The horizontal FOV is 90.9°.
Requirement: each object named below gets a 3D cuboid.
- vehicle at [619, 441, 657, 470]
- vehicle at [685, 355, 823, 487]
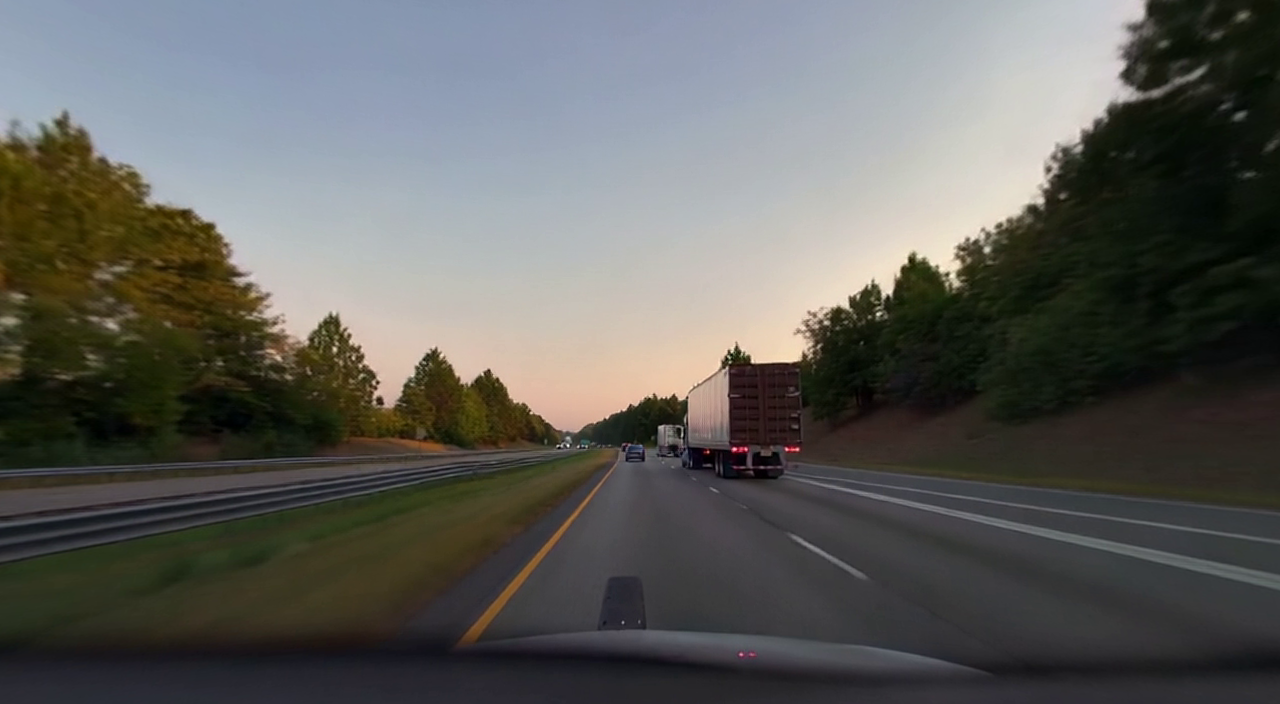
[{"bbox_3d":[-0.174,5.866,35.984,2.051,1.513,4.511,0,-9,-2],"label":"vehicle"},{"bbox_3d":[4.019,3.195,26.759,2.883,4.057,14.579,0,-9,-1],"label":"vehicle"}]
